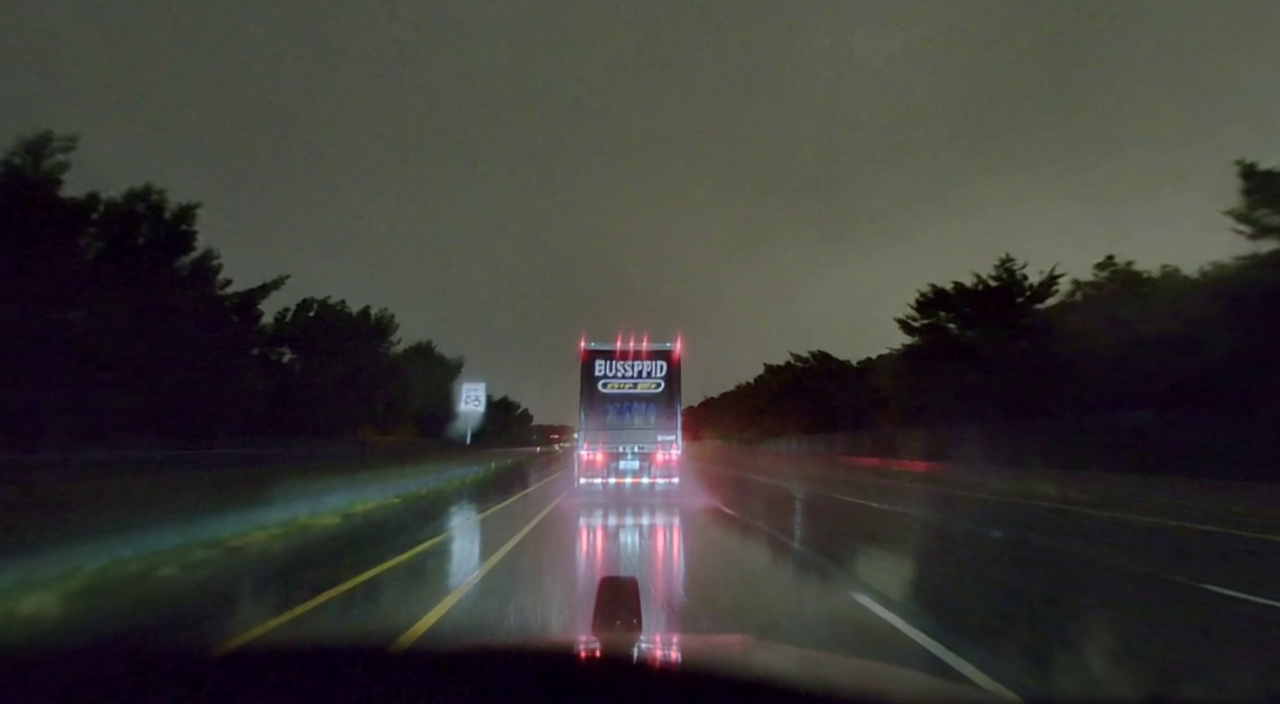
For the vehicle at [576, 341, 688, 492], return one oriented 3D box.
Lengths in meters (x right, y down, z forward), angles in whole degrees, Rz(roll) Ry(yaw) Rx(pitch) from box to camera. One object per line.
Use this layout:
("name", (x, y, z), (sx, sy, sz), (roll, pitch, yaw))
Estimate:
("vehicle", (-0.399, 2.258, 20.639), (2.870, 3.911, 8.697), (0, -8, -3))
